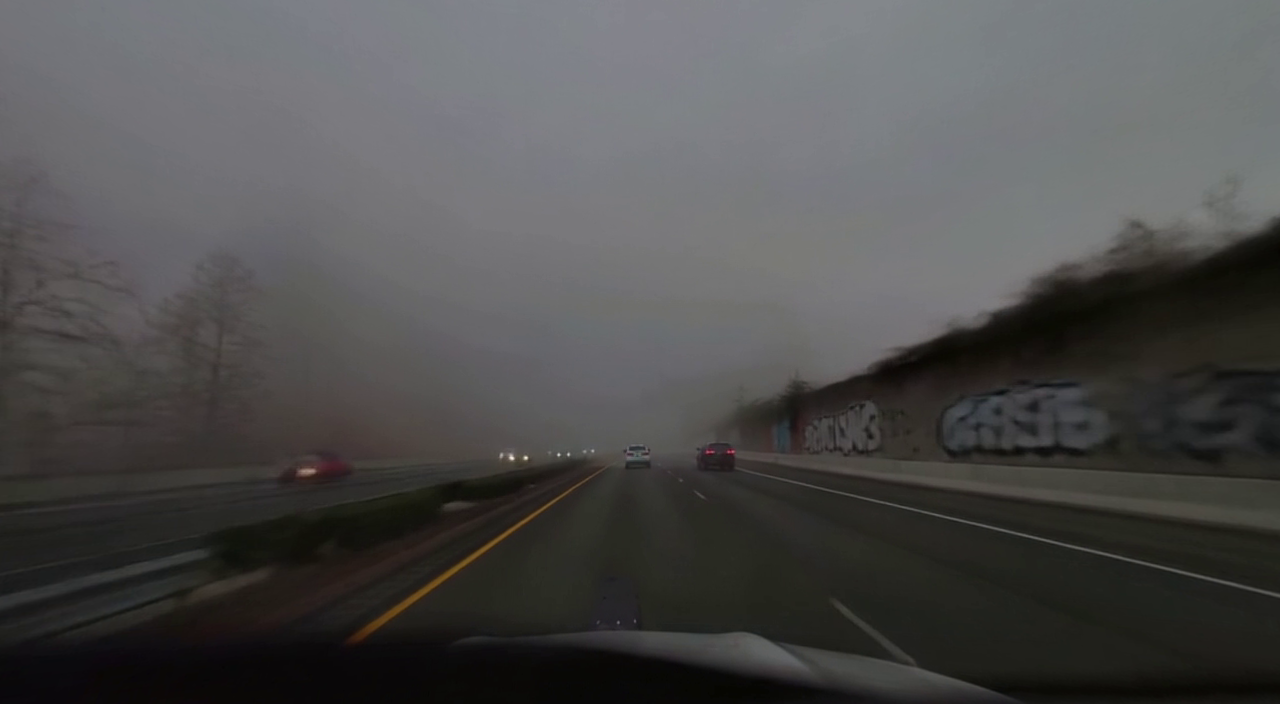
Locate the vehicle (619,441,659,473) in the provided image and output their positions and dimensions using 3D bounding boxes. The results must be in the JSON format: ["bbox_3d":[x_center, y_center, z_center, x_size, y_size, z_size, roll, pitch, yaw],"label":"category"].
[{"bbox_3d":[-0.079,5.836,35.079,2.095,1.671,4.219,0,-9,-1],"label":"vehicle"}]

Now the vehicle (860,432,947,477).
[{"bbox_3d":[10.310,4.044,24.866,1.797,1.588,3.848,-1,-9,1],"label":"vehicle"}]

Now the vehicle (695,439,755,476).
[{"bbox_3d":[4.057,5.119,30.619,2.303,1.614,4.154,-1,-9,0],"label":"vehicle"}]

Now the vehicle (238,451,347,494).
[{"bbox_3d":[-13.884,4.807,25.408,1.853,1.494,4.518,0,-9,-1],"label":"vehicle"}]
